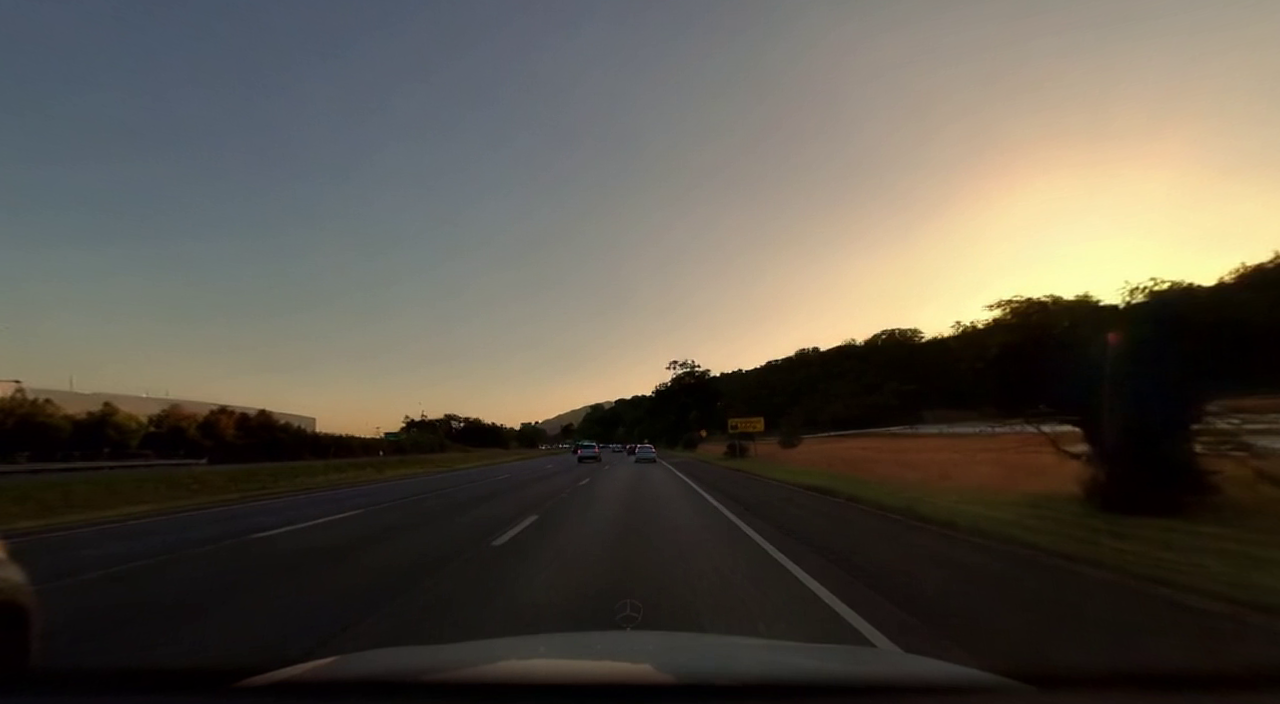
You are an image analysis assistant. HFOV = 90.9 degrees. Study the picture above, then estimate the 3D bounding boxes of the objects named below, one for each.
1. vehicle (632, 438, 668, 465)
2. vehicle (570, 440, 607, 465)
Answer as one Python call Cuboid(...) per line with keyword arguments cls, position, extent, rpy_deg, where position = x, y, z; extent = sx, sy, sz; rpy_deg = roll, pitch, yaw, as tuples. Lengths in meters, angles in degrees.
Cuboid(cls="vehicle", position=(0.639, 6.649, 42.478), extent=(2.259, 1.697, 4.106), rpy_deg=(0, -8, 0))
Cuboid(cls="vehicle", position=(-3.475, 6.888, 43.396), extent=(2.028, 1.634, 4.441), rpy_deg=(0, -8, 1))
